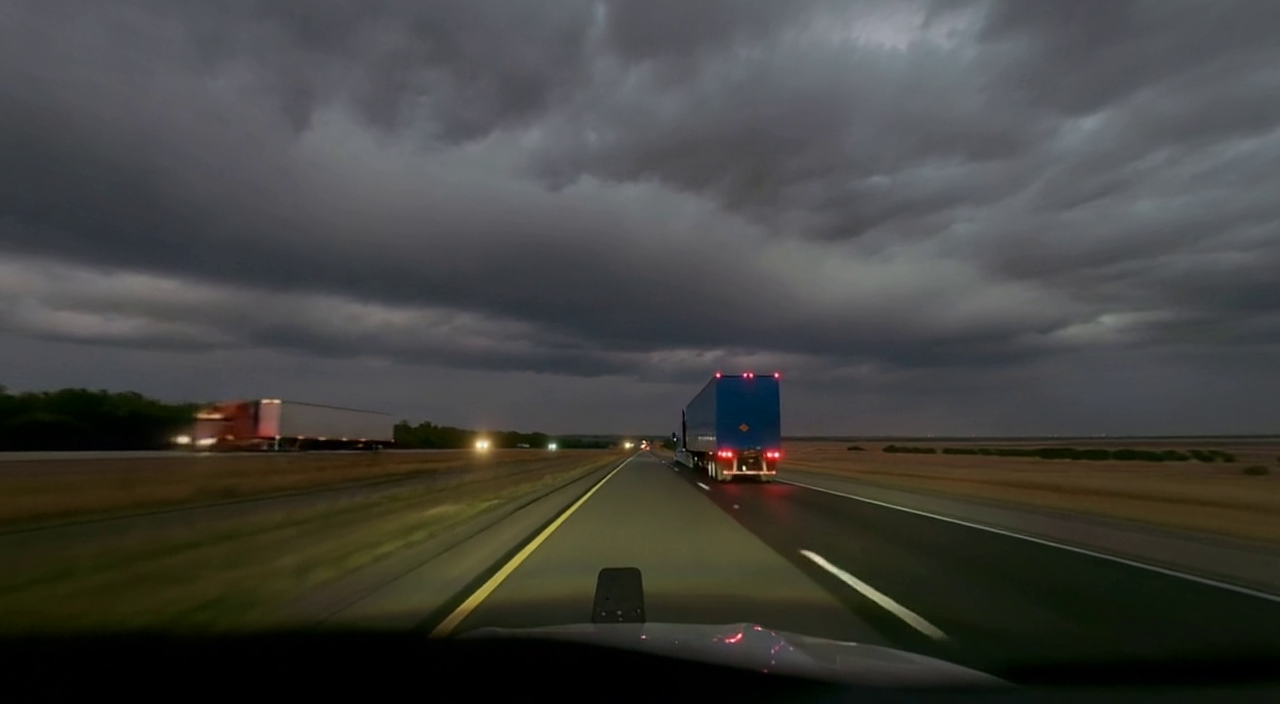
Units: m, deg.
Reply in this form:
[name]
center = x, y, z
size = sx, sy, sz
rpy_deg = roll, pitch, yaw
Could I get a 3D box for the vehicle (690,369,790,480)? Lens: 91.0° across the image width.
[vehicle]
center = 4.293, 3.713, 30.434
size = 2.818, 4.206, 12.987
rpy_deg = 0, -9, 0
